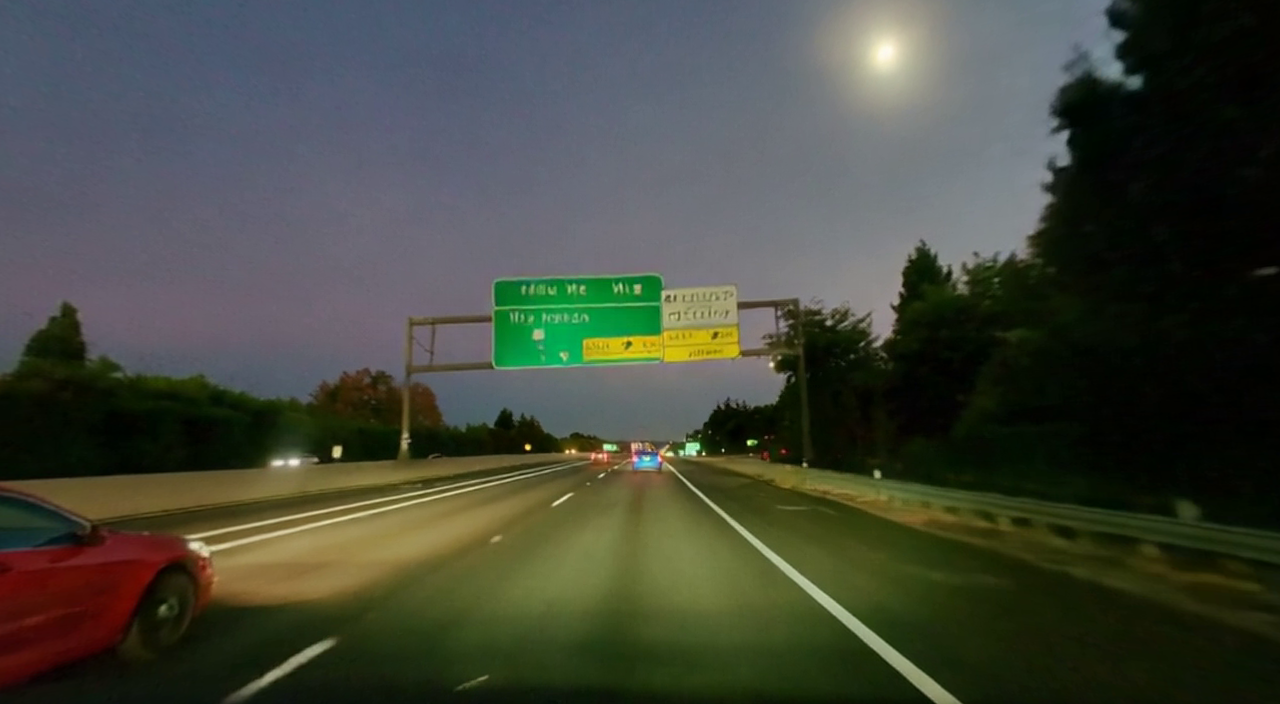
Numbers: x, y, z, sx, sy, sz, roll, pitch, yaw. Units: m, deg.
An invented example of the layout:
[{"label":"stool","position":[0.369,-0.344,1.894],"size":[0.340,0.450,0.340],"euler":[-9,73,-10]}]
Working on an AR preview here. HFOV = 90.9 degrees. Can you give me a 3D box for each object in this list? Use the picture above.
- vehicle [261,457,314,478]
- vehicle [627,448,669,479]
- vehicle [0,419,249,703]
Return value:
[{"label":"vehicle","position":[-26.055,8.518,46.725],"size":[1.807,1.484,3.871],"euler":[0,-9,-2]},{"label":"vehicle","position":[0.413,5.590,31.834],"size":[2.002,1.449,3.612],"euler":[0,-9,0]},{"label":"vehicle","position":[-3.900,0.983,2.421],"size":[2.062,1.474,4.151],"euler":[0,-9,1]}]
